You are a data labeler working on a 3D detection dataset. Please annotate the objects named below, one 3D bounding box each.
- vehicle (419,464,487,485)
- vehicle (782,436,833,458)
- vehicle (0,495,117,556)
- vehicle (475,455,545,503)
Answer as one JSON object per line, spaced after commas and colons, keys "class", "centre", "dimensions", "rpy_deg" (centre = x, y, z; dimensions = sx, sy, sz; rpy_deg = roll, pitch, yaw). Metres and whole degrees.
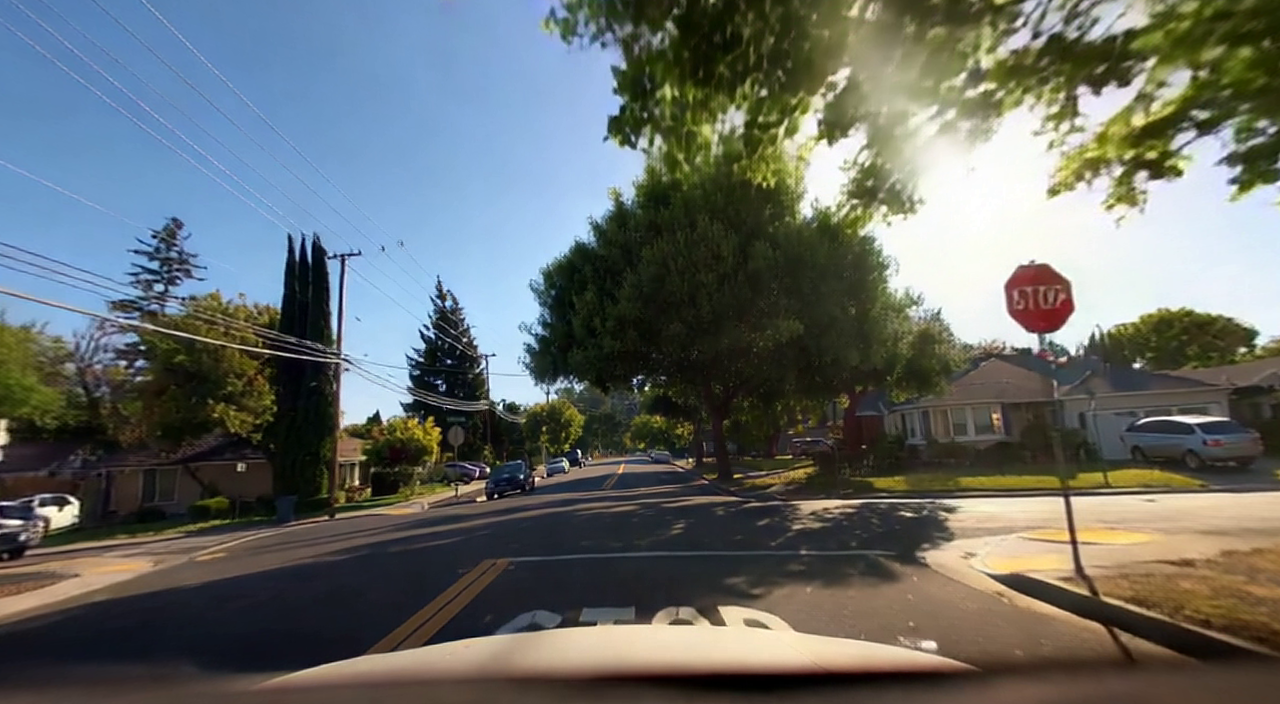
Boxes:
{"class": "vehicle", "centre": [-14.099, 9.240, 47.677], "dimensions": [4.601, 1.486, 1.876], "rpy_deg": [-3, -9, 13]}
{"class": "vehicle", "centre": [12.415, 7.085, 46.919], "dimensions": [3.563, 1.551, 1.916], "rpy_deg": [-2, -8, 12]}
{"class": "vehicle", "centre": [-23.551, 6.628, 24.396], "dimensions": [5.429, 1.919, 2.159], "rpy_deg": [-3, -9, 14]}
{"class": "vehicle", "centre": [-6.166, 6.028, 30.473], "dimensions": [2.149, 1.823, 4.613], "rpy_deg": [-7, -9, 1]}
